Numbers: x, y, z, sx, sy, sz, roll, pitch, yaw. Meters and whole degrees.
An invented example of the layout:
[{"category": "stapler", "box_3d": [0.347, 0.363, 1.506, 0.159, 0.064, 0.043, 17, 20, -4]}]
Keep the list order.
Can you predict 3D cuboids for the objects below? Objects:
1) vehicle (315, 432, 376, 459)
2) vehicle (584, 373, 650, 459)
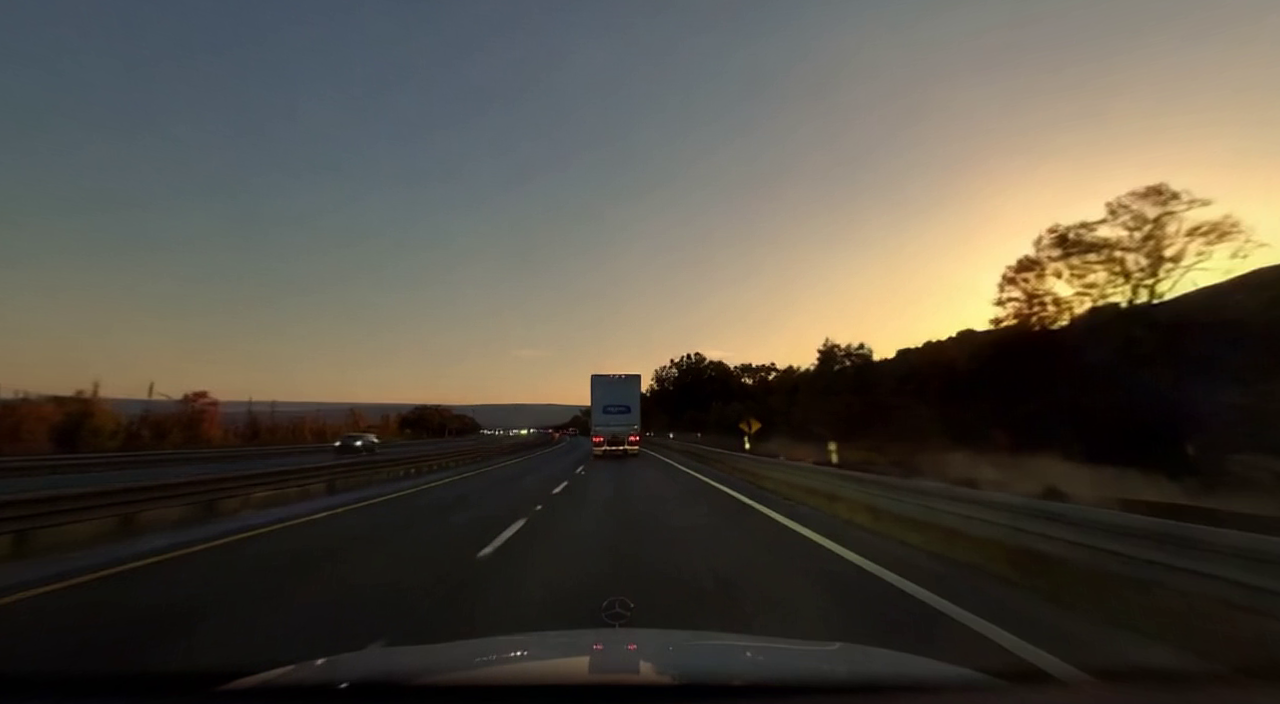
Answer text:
[{"category": "vehicle", "box_3d": [-18.249, 5.816, 39.204, 1.879, 1.564, 4.435, 0, -8, -4]}, {"category": "vehicle", "box_3d": [-1.317, 3.647, 34.362, 3.023, 3.965, 10.402, 0, -8, -3]}]
